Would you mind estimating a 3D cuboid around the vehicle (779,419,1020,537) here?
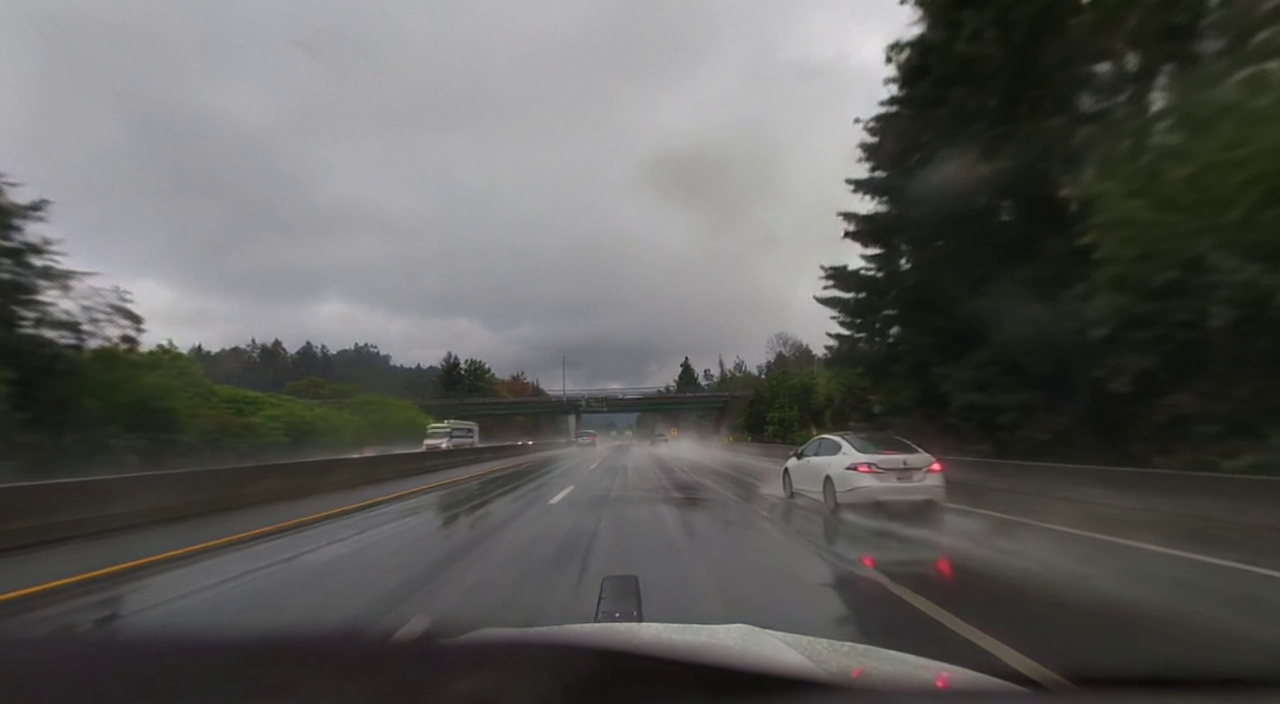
[{"bbox_3d":[3.911,1.956,10.516,2.031,1.531,4.365,0,-8,-2],"label":"vehicle"}]
